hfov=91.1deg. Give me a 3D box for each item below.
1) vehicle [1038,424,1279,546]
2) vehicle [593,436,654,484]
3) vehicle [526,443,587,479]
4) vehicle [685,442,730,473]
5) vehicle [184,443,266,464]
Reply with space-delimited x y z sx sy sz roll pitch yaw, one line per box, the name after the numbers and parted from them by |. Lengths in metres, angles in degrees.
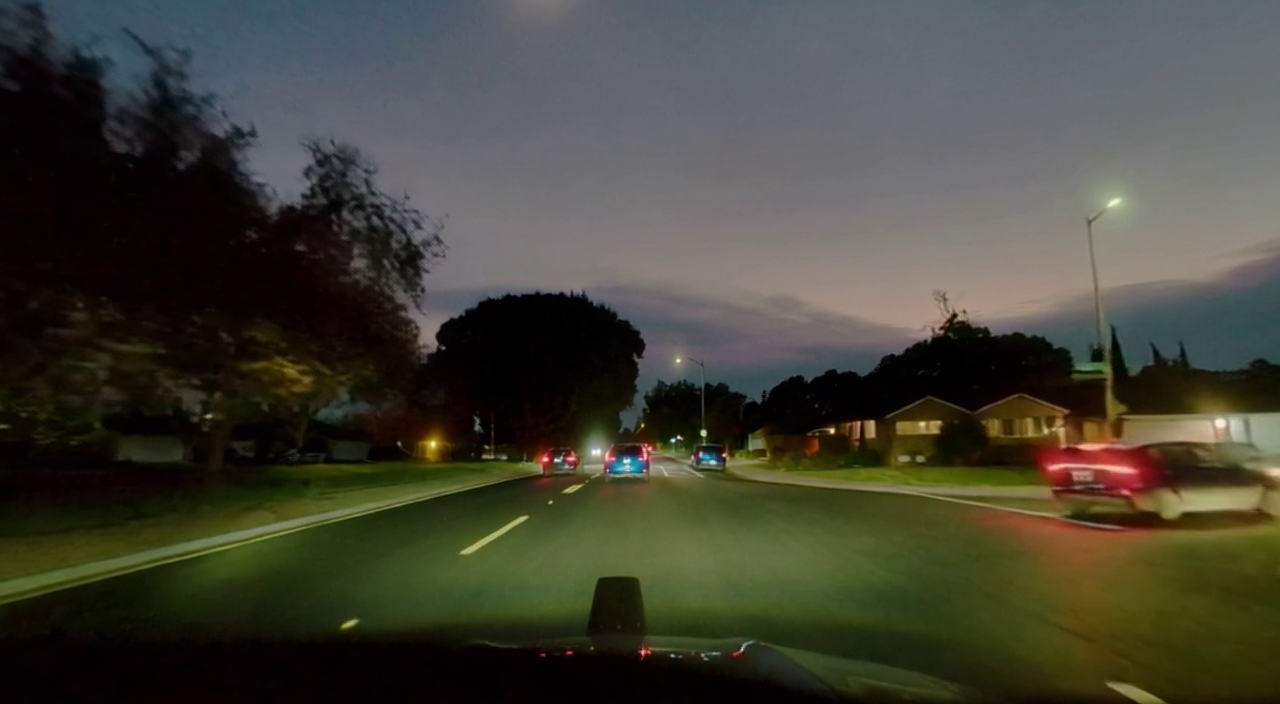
9.479 2.175 10.961 4.820 1.677 2.192 5 -10 -31 | vehicle
-0.569 4.258 25.076 2.220 1.742 4.047 0 -8 1 | vehicle
-3.600 4.785 27.893 2.032 1.433 4.458 0 -8 1 | vehicle
4.040 6.384 38.405 2.332 1.769 4.518 0 -8 0 | vehicle
-32.325 7.905 48.991 4.891 1.538 2.059 0 -9 0 | vehicle
